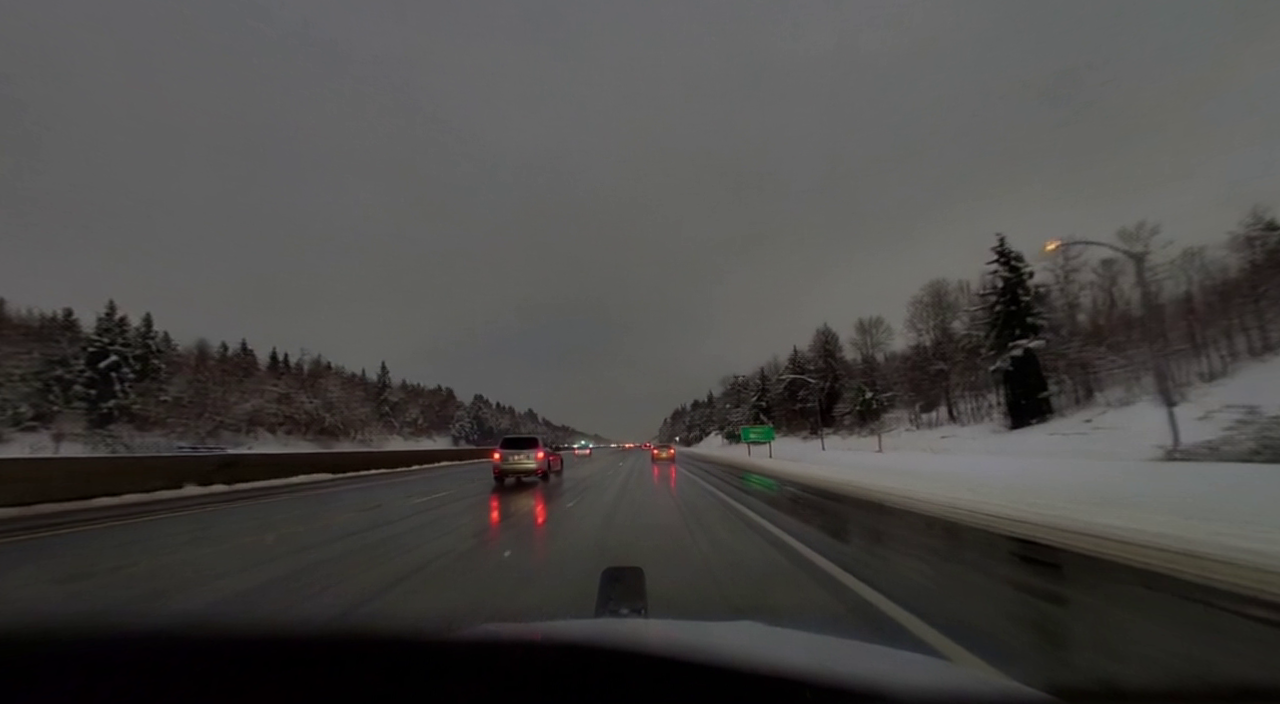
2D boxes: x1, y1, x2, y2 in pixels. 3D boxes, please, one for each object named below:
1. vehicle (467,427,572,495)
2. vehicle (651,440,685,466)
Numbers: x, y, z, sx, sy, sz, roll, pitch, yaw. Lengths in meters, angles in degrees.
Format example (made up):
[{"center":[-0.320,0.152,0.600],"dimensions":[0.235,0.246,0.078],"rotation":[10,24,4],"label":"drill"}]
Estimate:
[{"center":[-3.399,3.186,18.789],"dimensions":[2.214,1.759,4.435],"rotation":[-1,-8,1],"label":"vehicle"},{"center":[1.768,6.486,40.693],"dimensions":[2.023,1.589,4.030],"rotation":[-1,-8,1],"label":"vehicle"}]
